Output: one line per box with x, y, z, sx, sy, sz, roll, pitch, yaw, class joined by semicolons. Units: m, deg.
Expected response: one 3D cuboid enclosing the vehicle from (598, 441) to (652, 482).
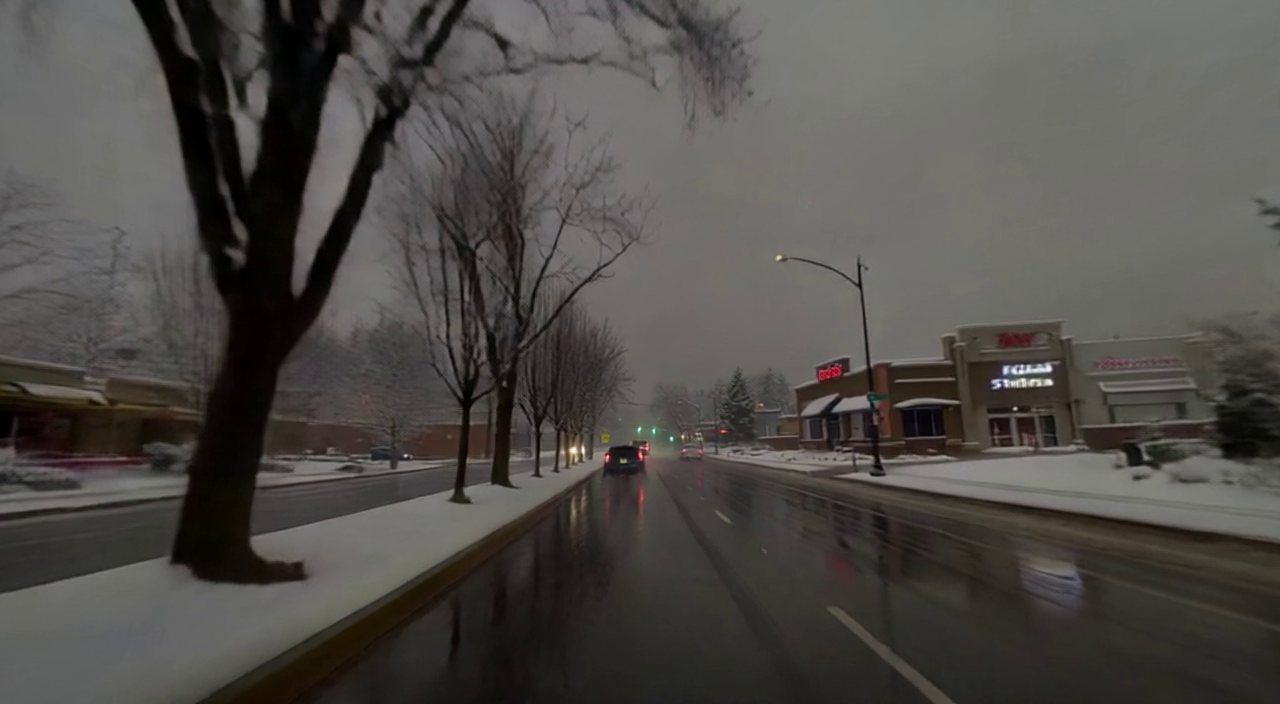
-0.566;4.347;25.334;2.006;1.487;3.535;-1;-8;0;vehicle

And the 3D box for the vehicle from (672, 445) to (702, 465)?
3.644;8.058;49.778;1.910;1.474;4.003;0;-8;-2;vehicle
